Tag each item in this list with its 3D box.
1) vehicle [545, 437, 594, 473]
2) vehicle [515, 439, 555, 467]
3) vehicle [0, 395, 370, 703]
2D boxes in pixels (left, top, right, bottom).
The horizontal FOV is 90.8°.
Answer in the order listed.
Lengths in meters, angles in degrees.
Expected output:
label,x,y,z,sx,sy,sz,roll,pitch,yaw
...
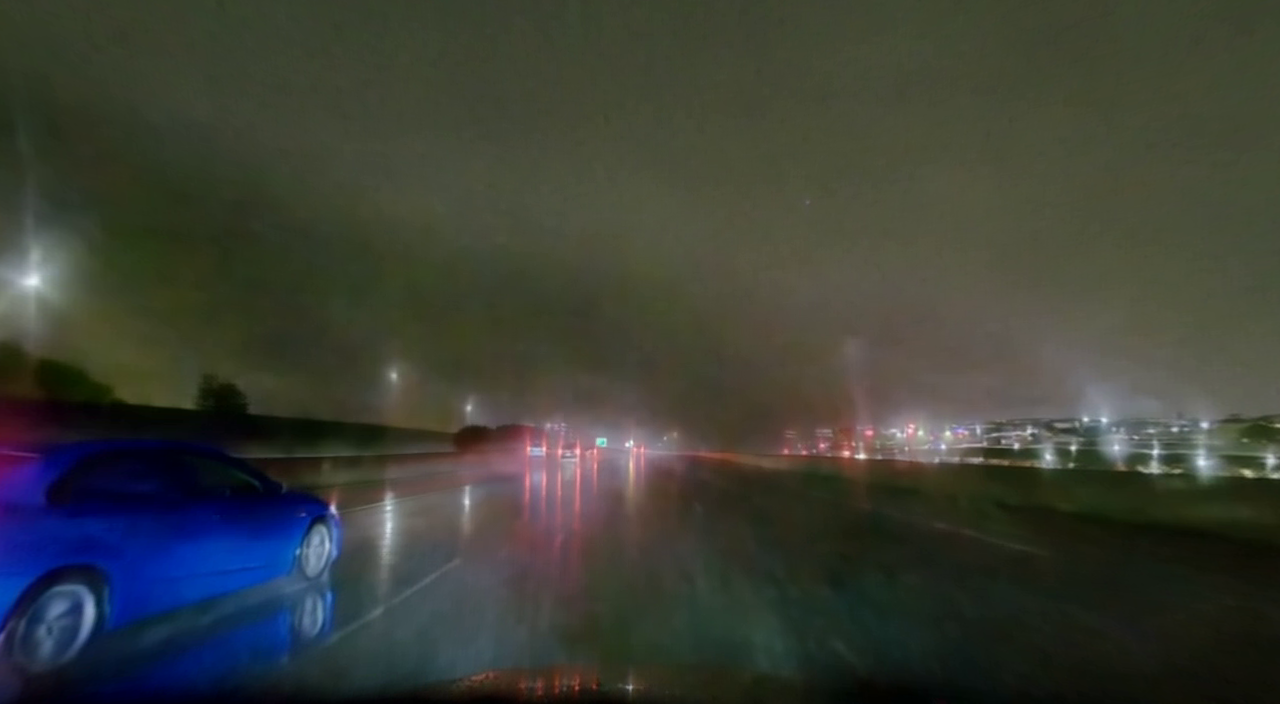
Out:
label,x,y,z,sx,sy,sz,roll,pitch,yaw
vehicle,-3.569,5.343,32.900,2.075,1.702,4.257,0,-9,0
vehicle,-7.391,7.172,44.986,2.040,1.824,4.917,0,-9,-1
vehicle,-3.803,1.133,4.038,2.114,1.480,4.473,0,-9,1
